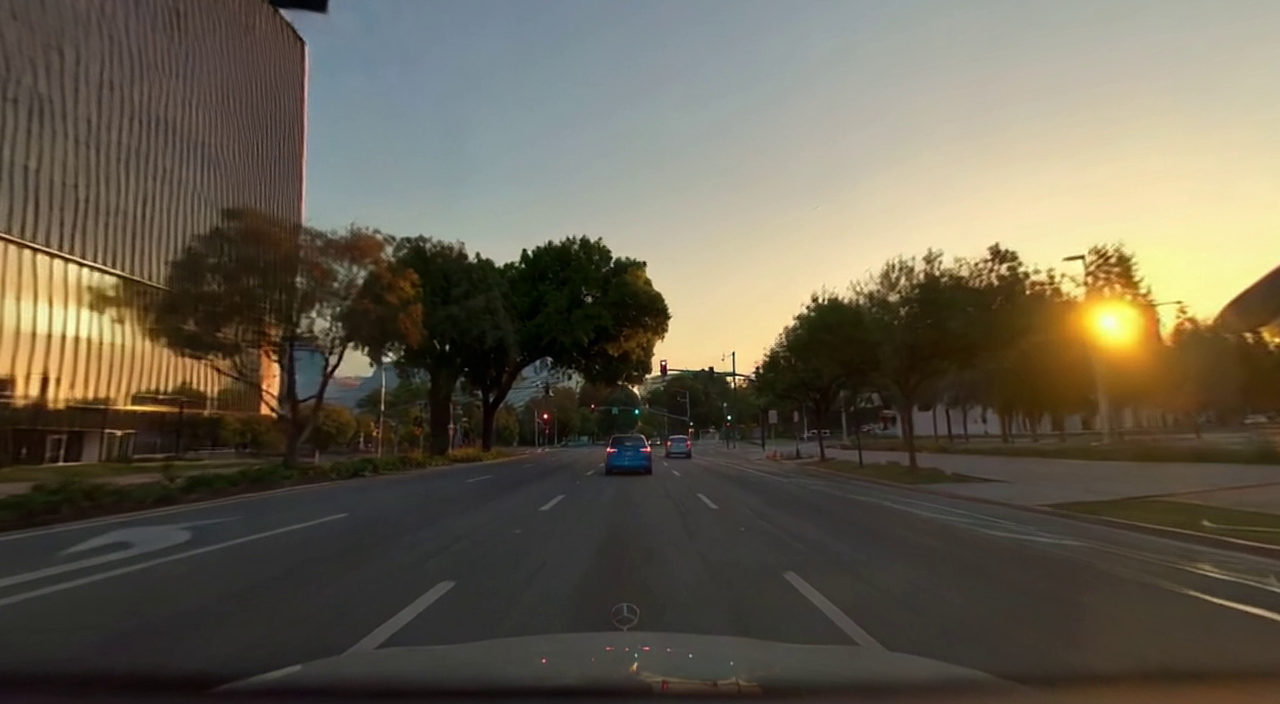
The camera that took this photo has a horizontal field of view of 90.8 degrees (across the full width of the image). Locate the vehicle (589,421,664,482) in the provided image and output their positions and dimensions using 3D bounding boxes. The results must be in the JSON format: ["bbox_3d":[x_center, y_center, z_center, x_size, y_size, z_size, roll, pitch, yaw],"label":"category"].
[{"bbox_3d":[-0.455,3.429,21.951,2.313,1.860,4.319,0,-8,-1],"label":"vehicle"}]

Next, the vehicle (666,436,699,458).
[{"bbox_3d":[3.072,7.024,46.670,2.065,1.495,4.792,0,-8,-1],"label":"vehicle"}]
